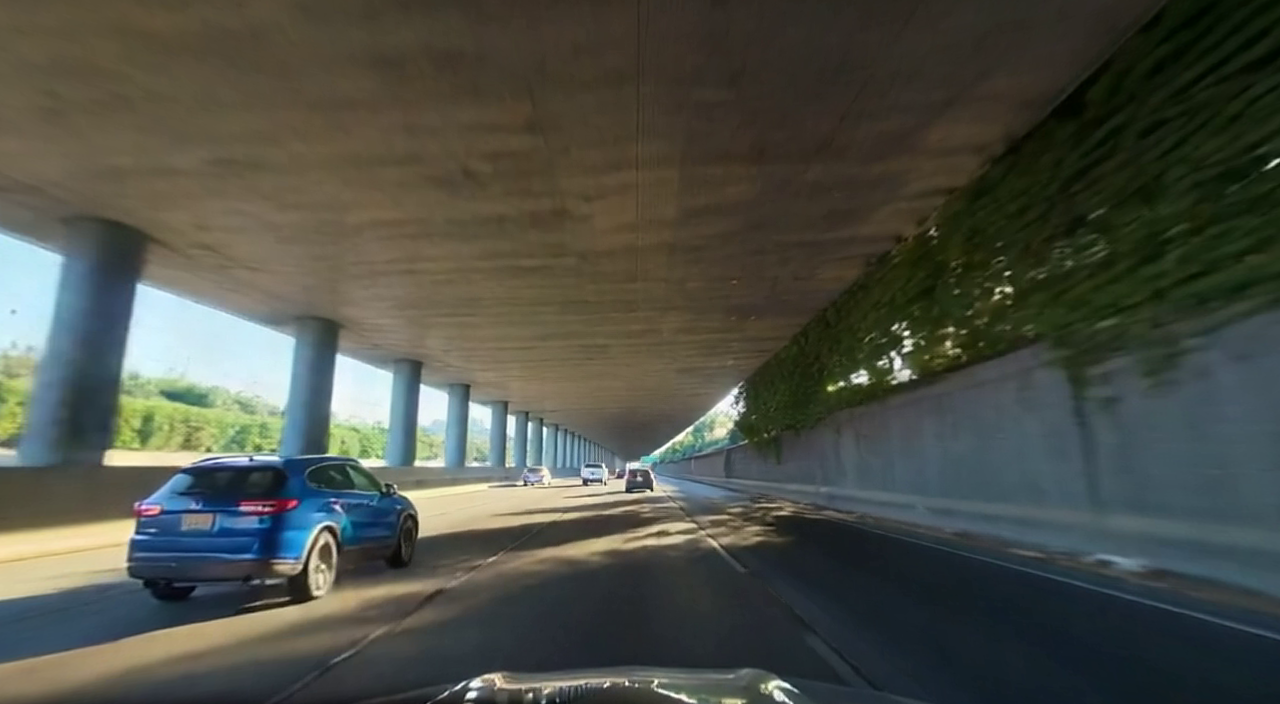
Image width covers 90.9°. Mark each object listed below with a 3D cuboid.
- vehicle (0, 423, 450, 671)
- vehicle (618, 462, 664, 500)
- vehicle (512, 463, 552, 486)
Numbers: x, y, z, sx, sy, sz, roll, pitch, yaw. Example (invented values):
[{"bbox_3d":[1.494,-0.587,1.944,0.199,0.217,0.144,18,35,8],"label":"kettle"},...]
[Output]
[{"bbox_3d":[-3.738,1.659,6.386,2.102,1.521,4.687,1,-11,1],"label":"vehicle"},{"bbox_3d":[0.038,6.011,29.567,1.992,1.601,3.762,1,-11,0],"label":"vehicle"},{"bbox_3d":[-7.661,8.745,44.958,1.996,1.512,4.712,1,-11,0],"label":"vehicle"}]
